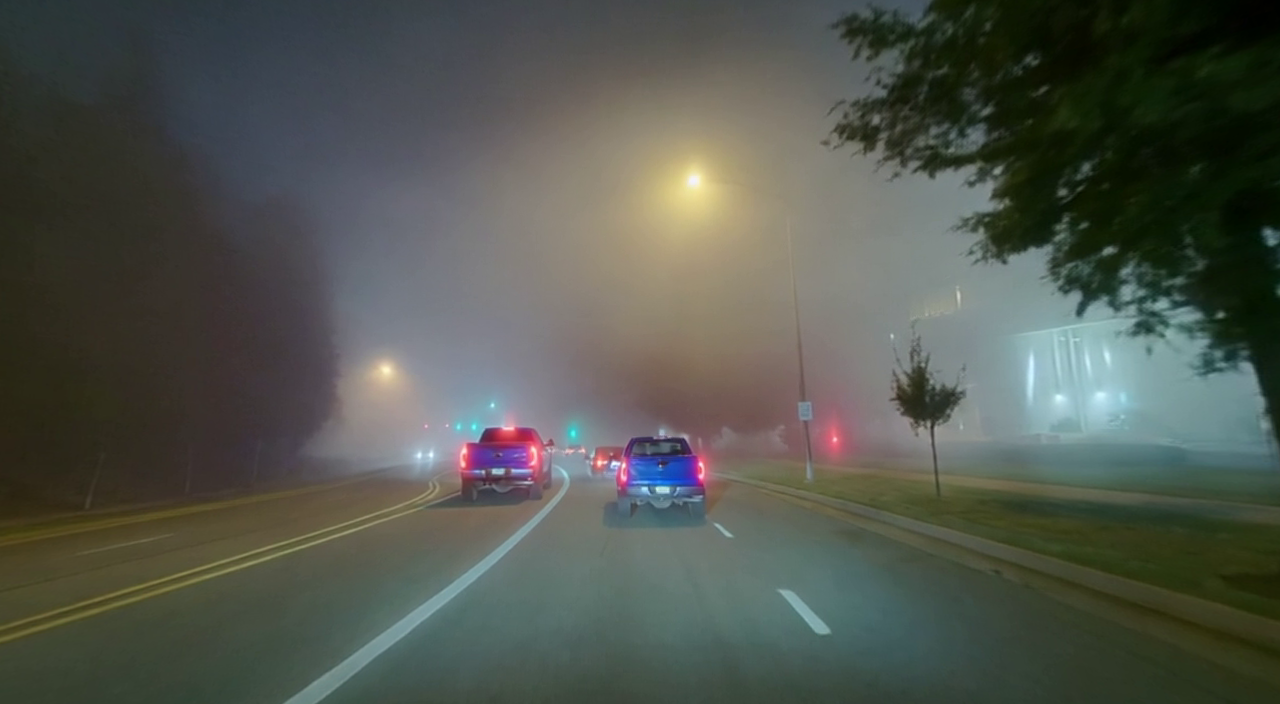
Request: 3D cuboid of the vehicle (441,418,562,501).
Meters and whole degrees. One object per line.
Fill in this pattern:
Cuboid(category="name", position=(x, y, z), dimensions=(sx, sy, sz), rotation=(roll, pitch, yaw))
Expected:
Cuboid(category="vehicle", position=(-3.721, 3.040, 18.191), dimensions=(2.512, 1.992, 5.725), rotation=(0, -9, -3))

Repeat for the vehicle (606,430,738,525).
Cuboid(category="vehicle", position=(0.416, 2.352, 12.335), dimensions=(2.142, 1.528, 4.133), rotation=(0, -9, -3))
